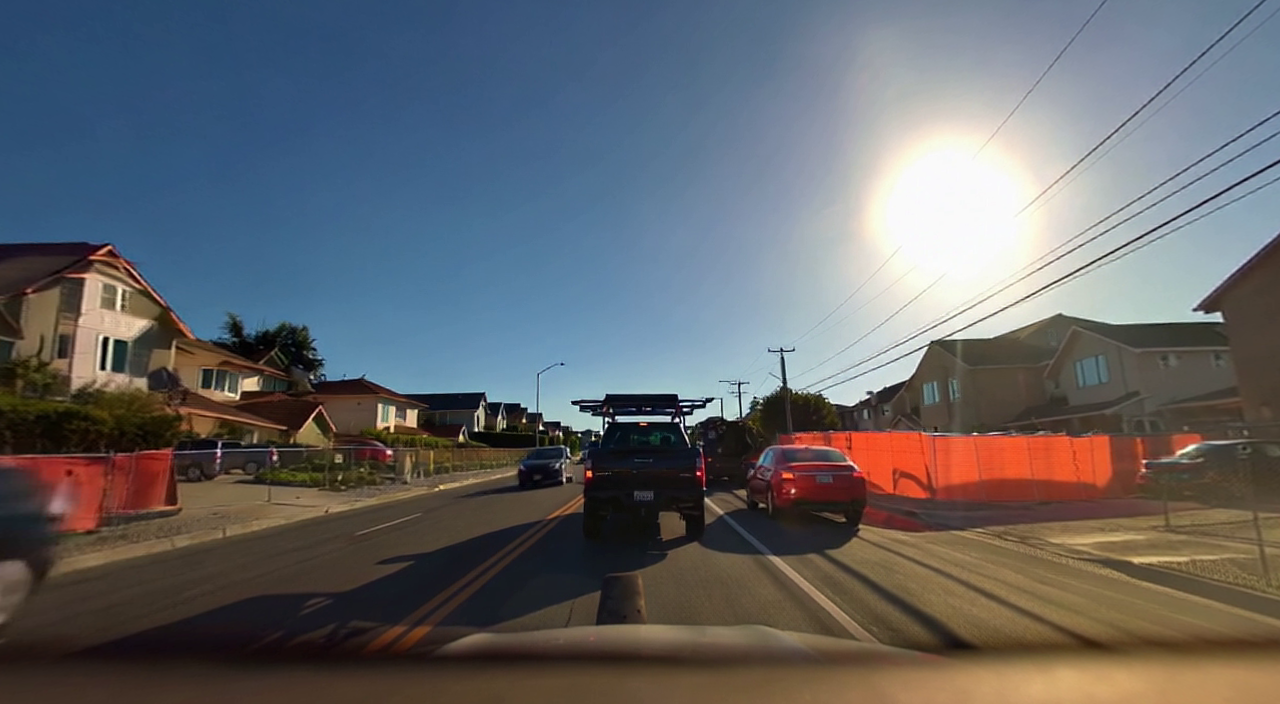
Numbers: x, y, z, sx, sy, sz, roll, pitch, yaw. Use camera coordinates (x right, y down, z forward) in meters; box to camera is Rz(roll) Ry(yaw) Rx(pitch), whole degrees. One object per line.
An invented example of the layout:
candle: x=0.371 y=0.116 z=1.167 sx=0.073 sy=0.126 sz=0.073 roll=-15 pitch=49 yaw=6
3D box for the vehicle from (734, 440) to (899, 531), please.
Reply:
vehicle: x=3.311 y=2.587 z=12.860 sx=2.010 sy=1.499 sz=4.481 roll=0 pitch=-9 yaw=-1

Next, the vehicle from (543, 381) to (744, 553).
vehicle: x=0.085 y=2.059 z=11.917 sx=2.751 sy=2.361 sz=6.347 roll=0 pitch=-9 yaw=1

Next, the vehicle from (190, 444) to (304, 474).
vehicle: x=-20.386 y=5.553 z=32.665 sx=4.706 sy=1.468 sz=1.817 roll=-1 pitch=-9 yaw=3

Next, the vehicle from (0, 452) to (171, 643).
vehicle: x=-6.196 y=1.531 z=4.632 sx=1.953 sy=1.528 sz=4.492 roll=0 pitch=-9 yaw=0

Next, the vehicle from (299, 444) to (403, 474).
vehicle: x=-15.105 y=5.603 z=32.960 sx=4.490 sy=1.500 sz=1.875 roll=0 pitch=-9 yaw=-2
